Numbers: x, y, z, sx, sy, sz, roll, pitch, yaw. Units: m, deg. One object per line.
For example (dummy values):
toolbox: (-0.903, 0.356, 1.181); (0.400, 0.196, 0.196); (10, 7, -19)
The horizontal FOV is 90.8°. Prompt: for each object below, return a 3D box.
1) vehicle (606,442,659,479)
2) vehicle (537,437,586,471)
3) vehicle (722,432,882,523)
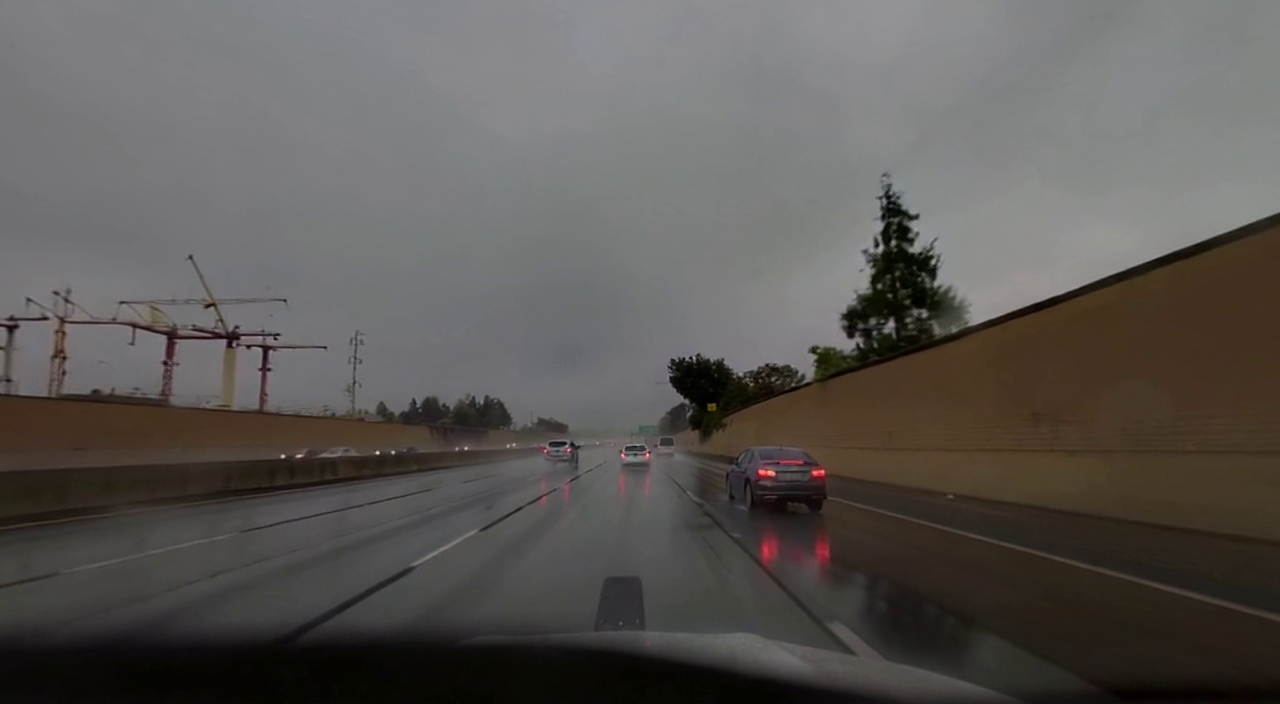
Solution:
vehicle: (-0.321, 4.525, 26.639); (2.045, 1.452, 4.040); (0, -8, -1)
vehicle: (-4.317, 5.653, 35.279); (2.121, 1.775, 4.335); (0, -8, 1)
vehicle: (3.025, 2.446, 12.925); (1.917, 1.507, 4.540); (0, -8, -2)
